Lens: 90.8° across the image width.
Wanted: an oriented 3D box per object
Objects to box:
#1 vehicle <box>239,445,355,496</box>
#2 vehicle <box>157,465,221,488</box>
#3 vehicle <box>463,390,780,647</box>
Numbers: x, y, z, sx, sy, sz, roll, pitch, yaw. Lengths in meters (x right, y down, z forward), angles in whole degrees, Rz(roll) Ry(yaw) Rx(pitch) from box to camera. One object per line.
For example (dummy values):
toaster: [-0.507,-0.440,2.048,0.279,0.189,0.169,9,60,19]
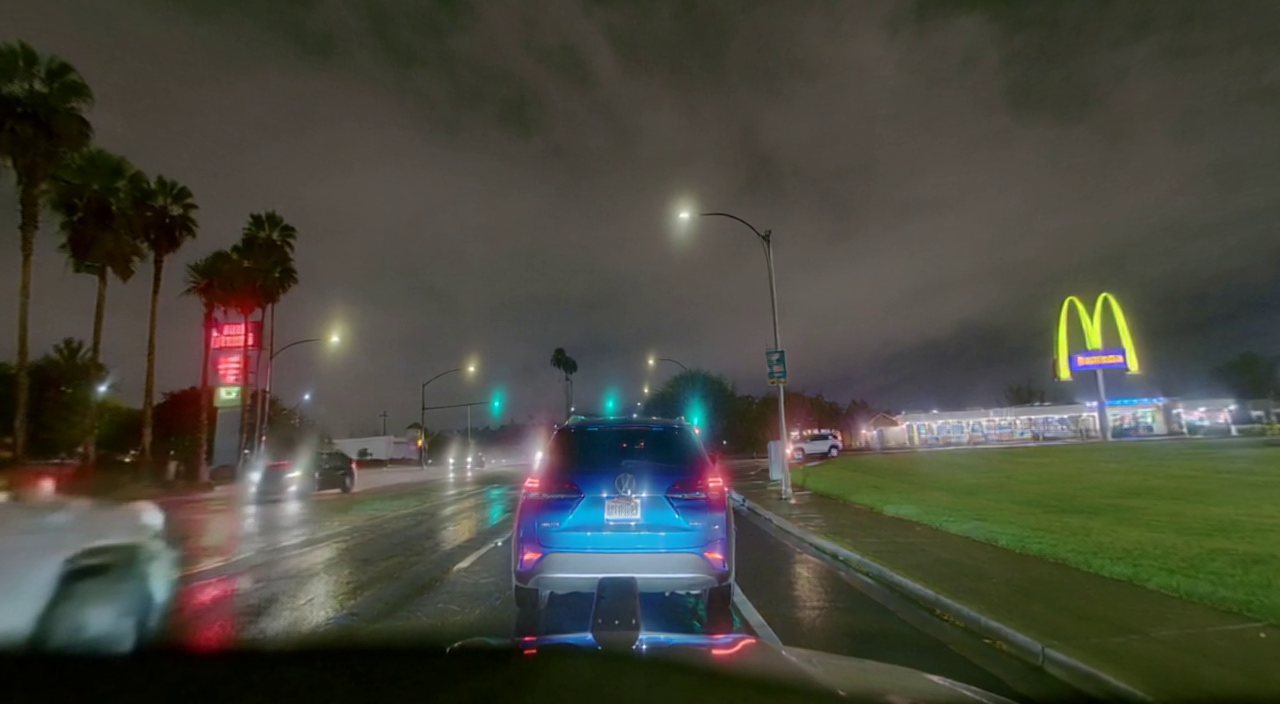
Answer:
vehicle: [-13.516,4.659,25.336,2.029,1.820,4.915,0,-9,-2]
vehicle: [-33.441,9.217,46.936,1.792,1.439,3.952,0,-9,1]
vehicle: [-0.142,1.419,6.326,2.137,1.728,3.926,0,-9,-1]
